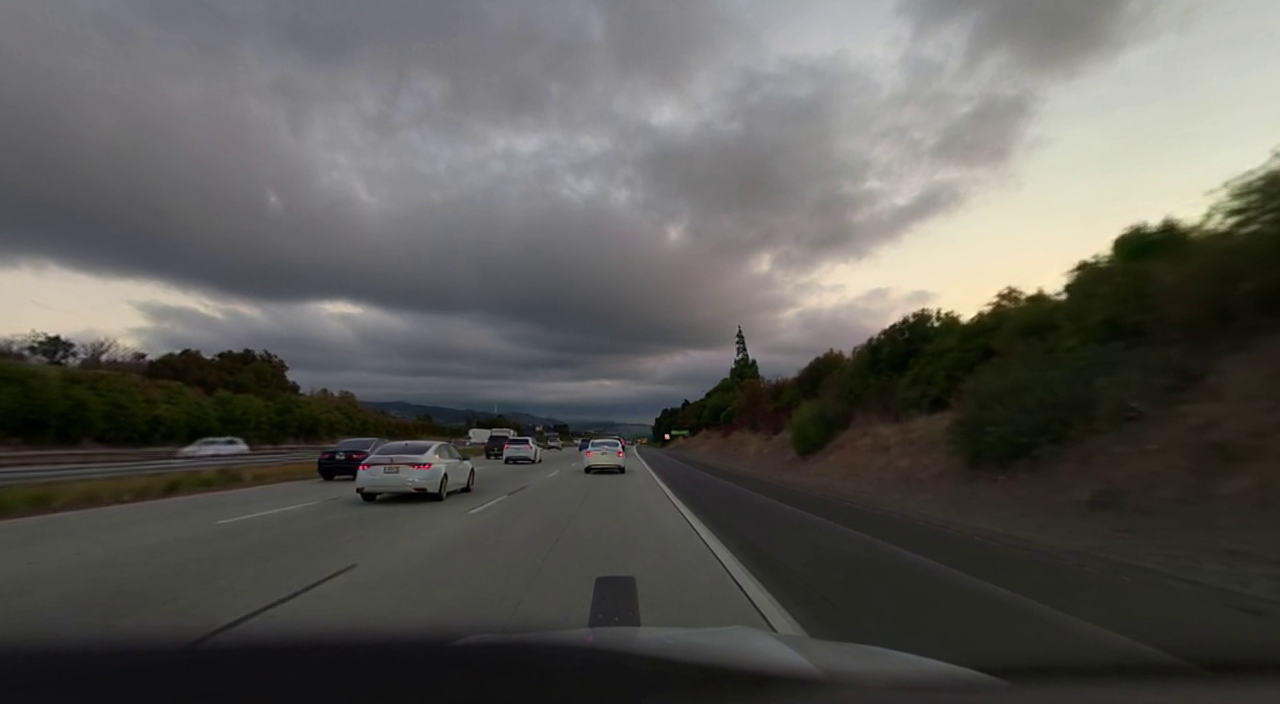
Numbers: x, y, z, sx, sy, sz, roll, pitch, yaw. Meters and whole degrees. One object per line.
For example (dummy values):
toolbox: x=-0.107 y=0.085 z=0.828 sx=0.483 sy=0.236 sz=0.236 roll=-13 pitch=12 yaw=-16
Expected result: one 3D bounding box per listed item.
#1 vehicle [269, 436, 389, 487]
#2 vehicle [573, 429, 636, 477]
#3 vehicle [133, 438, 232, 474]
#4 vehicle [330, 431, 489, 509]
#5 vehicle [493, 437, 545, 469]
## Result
vehicle: x=-9.669 y=3.381 z=19.933 sx=1.850 sy=1.439 sz=3.932 roll=0 pitch=-8 yaw=-1
vehicle: x=-1.315 y=3.802 z=23.982 sx=2.178 sy=1.658 sz=3.916 roll=0 pitch=-8 yaw=-2
vehicle: x=-22.360 y=5.070 z=30.969 sx=1.856 sy=1.607 sz=4.114 roll=0 pitch=-8 yaw=-2
vehicle: x=-4.934 y=2.547 z=14.246 sx=1.971 sy=1.464 sz=4.386 roll=0 pitch=-8 yaw=0
vehicle: x=-5.845 y=4.881 z=30.707 sx=1.835 sy=1.432 sz=3.835 roll=0 pitch=-8 yaw=-1
